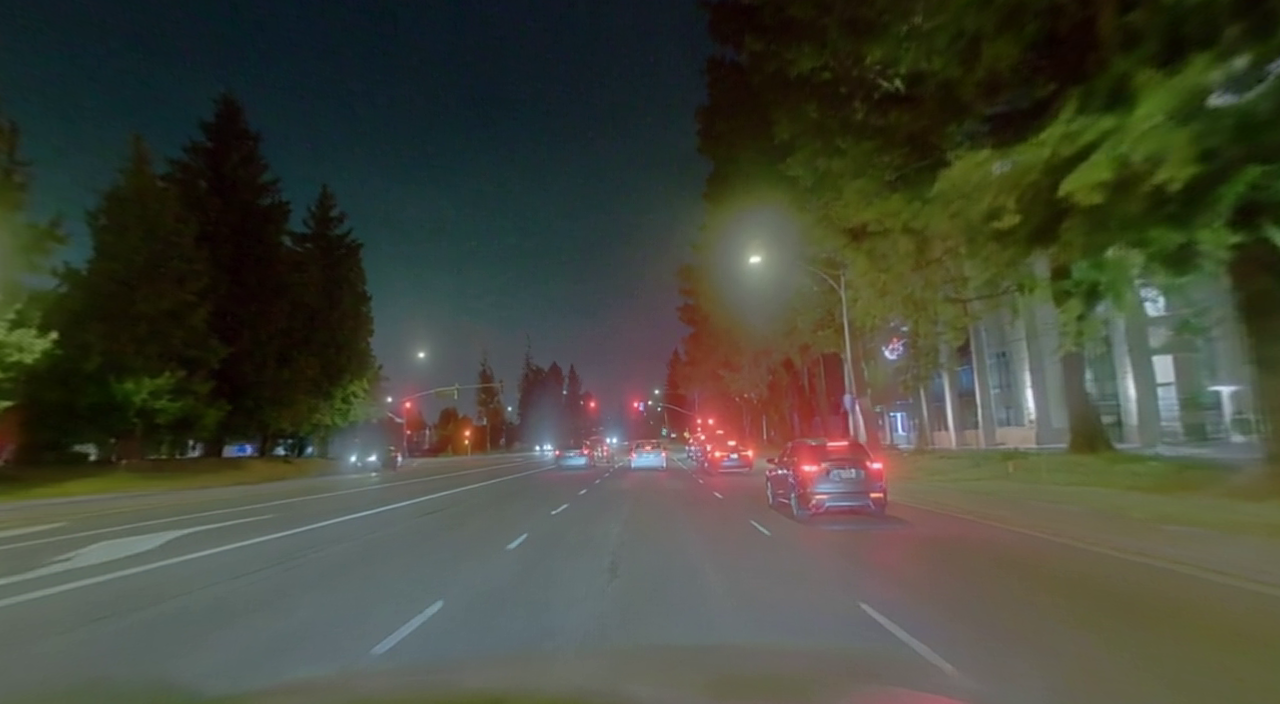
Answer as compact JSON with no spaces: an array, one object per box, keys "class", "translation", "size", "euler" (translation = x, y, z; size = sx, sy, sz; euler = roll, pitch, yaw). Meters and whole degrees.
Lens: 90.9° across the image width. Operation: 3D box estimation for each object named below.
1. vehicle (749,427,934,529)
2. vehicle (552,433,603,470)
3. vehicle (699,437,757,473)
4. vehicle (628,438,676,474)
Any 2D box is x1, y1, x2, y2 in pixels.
[{"class":"vehicle","translation":[3.363,2.190,11.558],"size":[1.948,1.474,4.360],"euler":[0,-8,0]},{"class":"vehicle","translation":[-3.050,4.980,31.667],"size":[2.023,1.720,4.452],"euler":[0,-8,2]},{"class":"vehicle","translation":[3.851,4.584,28.181],"size":[1.913,1.463,4.198],"euler":[0,-8,-1]},{"class":"vehicle","translation":[0.509,4.534,27.648],"size":[1.971,1.433,3.923],"euler":[0,-8,1]}]
